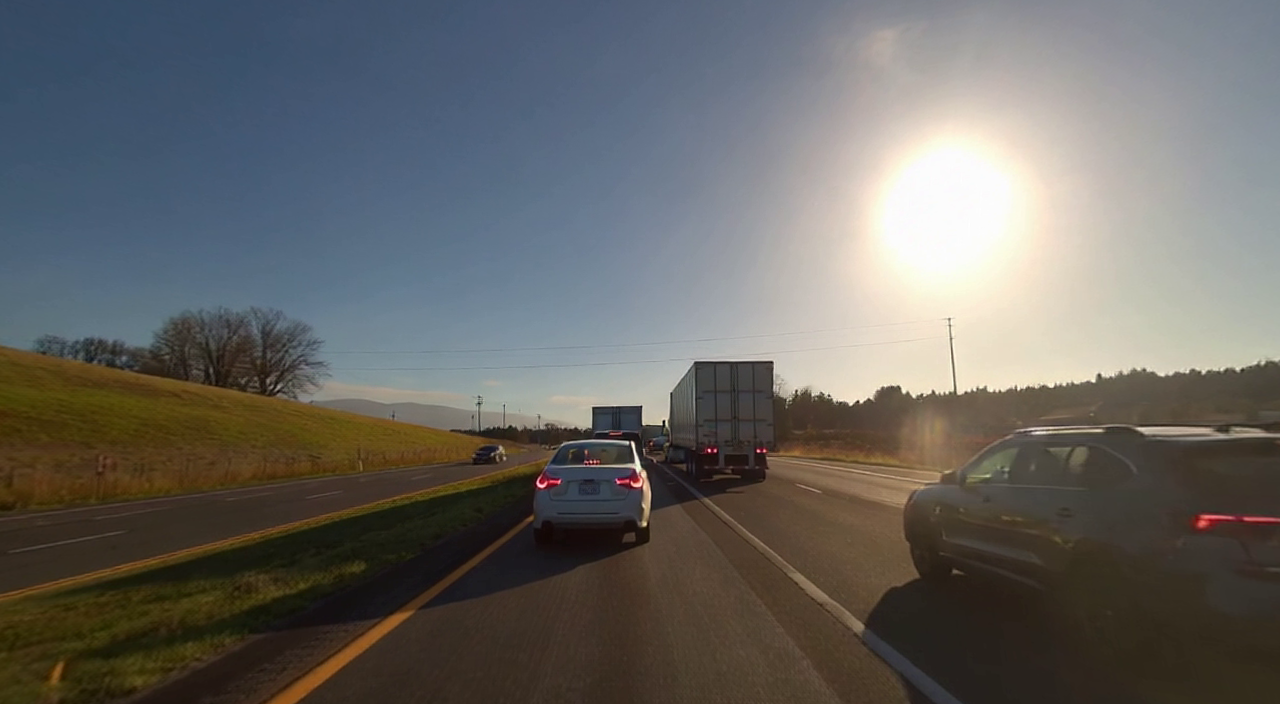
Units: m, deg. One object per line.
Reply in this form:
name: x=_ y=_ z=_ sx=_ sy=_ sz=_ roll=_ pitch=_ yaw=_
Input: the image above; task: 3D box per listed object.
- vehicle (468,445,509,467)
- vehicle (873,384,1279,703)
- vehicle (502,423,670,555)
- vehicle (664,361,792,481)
vehicle: x=-11.589 y=7.942 z=48.352 sx=2.029 sy=1.617 sz=4.260 roll=0 pitch=-8 yaw=2
vehicle: x=3.595 y=1.187 z=4.603 sx=1.960 sy=1.515 sz=4.713 roll=0 pitch=-8 yaw=0
vehicle: x=-0.695 y=1.936 z=9.611 sx=2.009 sy=1.554 sz=4.013 roll=0 pitch=-8 yaw=-1
vehicle: x=3.469 y=3.630 z=30.956 sx=3.591 sy=4.290 sz=16.696 roll=0 pitch=-8 yaw=-1
